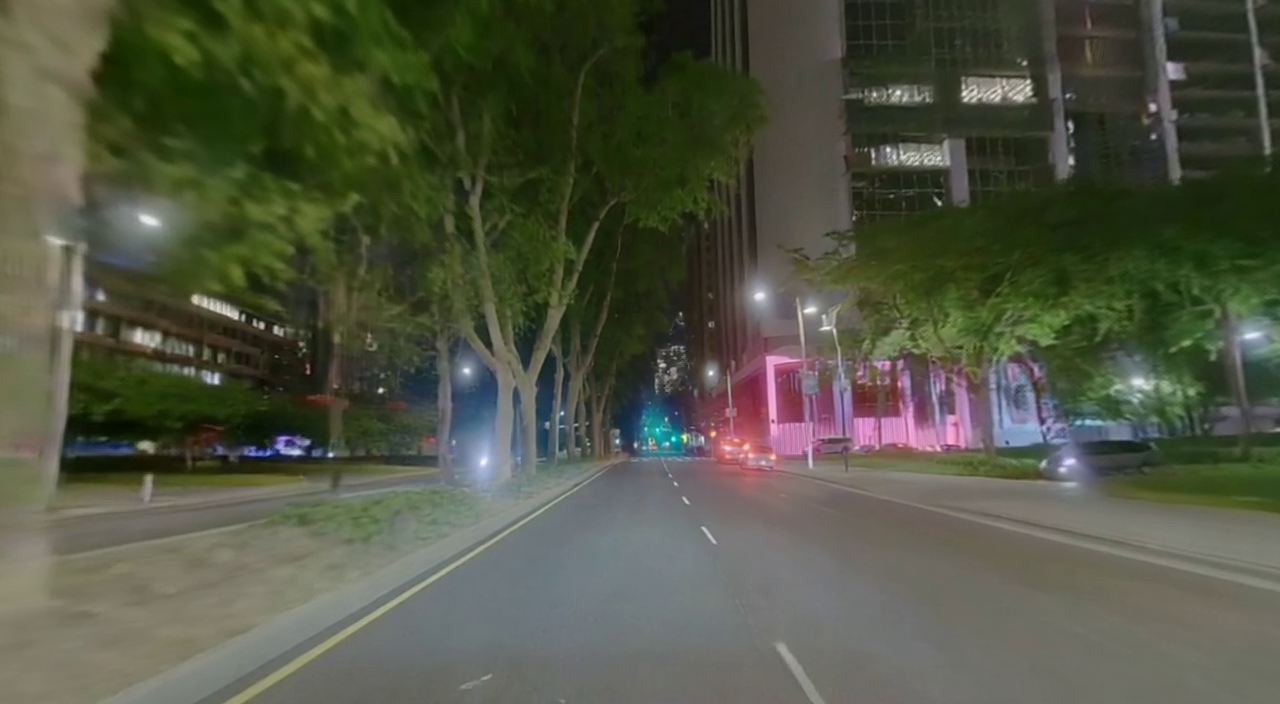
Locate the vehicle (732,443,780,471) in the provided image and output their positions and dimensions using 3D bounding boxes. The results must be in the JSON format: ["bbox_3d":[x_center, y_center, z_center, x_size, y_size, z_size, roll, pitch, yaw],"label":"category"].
[{"bbox_3d":[6.568,5.985,36.238,1.948,1.511,4.623,0,-8,1],"label":"vehicle"}]

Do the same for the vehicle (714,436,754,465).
[{"bbox_3d":[6.572,6.986,44.778,2.045,1.890,4.876,0,-8,-1],"label":"vehicle"}]

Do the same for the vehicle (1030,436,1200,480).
[{"bbox_3d":[16.055,3.595,21.458,4.276,1.397,1.786,0,-8,1],"label":"vehicle"}]

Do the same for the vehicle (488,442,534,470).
[{"bbox_3d":[-8.031,6.531,39.727,1.982,1.608,4.519,0,-8,0],"label":"vehicle"}]

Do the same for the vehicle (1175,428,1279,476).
[{"bbox_3d":[20.981,3.333,21.163,4.333,1.491,1.744,-1,-7,1],"label":"vehicle"}]
